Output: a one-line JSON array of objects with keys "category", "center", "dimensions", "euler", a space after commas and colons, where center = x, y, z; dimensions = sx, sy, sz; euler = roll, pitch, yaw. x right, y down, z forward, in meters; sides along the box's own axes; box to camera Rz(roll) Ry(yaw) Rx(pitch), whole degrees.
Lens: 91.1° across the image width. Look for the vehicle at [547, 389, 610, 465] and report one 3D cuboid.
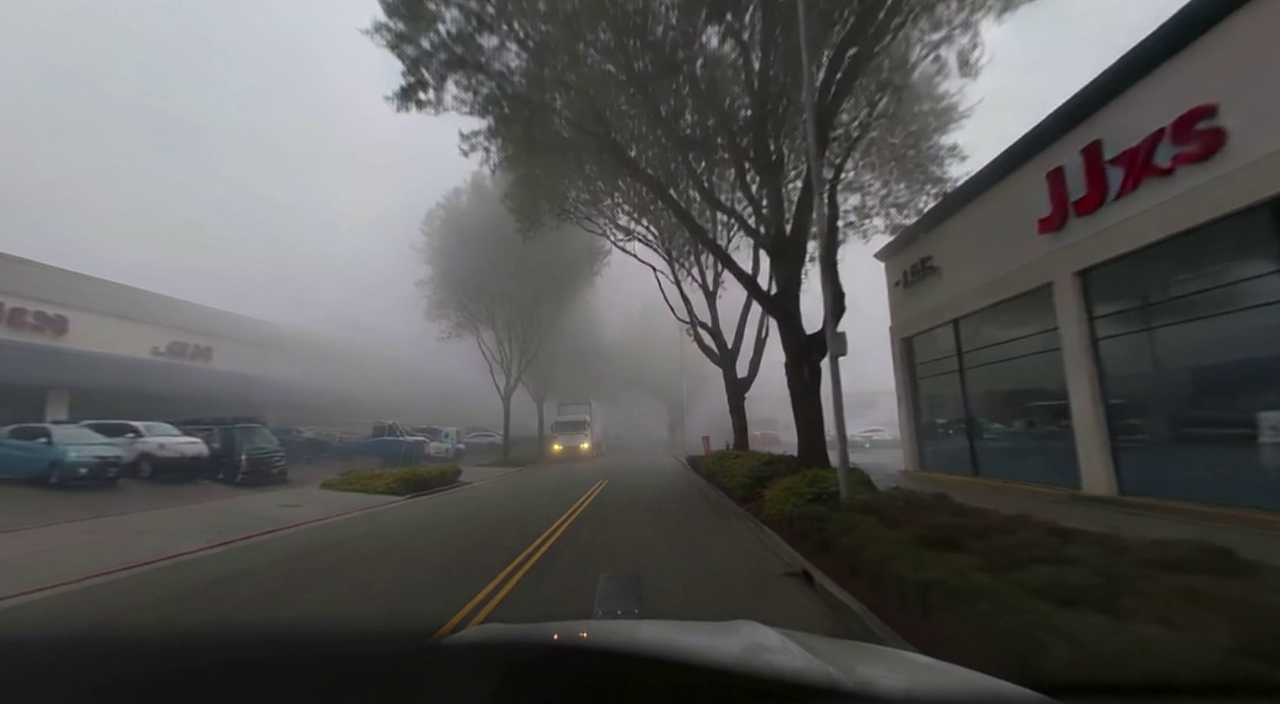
[{"category": "vehicle", "center": [-4.279, 5.700, 47.558], "dimensions": [2.976, 4.754, 15.127], "euler": [-1, -7, 1]}]
